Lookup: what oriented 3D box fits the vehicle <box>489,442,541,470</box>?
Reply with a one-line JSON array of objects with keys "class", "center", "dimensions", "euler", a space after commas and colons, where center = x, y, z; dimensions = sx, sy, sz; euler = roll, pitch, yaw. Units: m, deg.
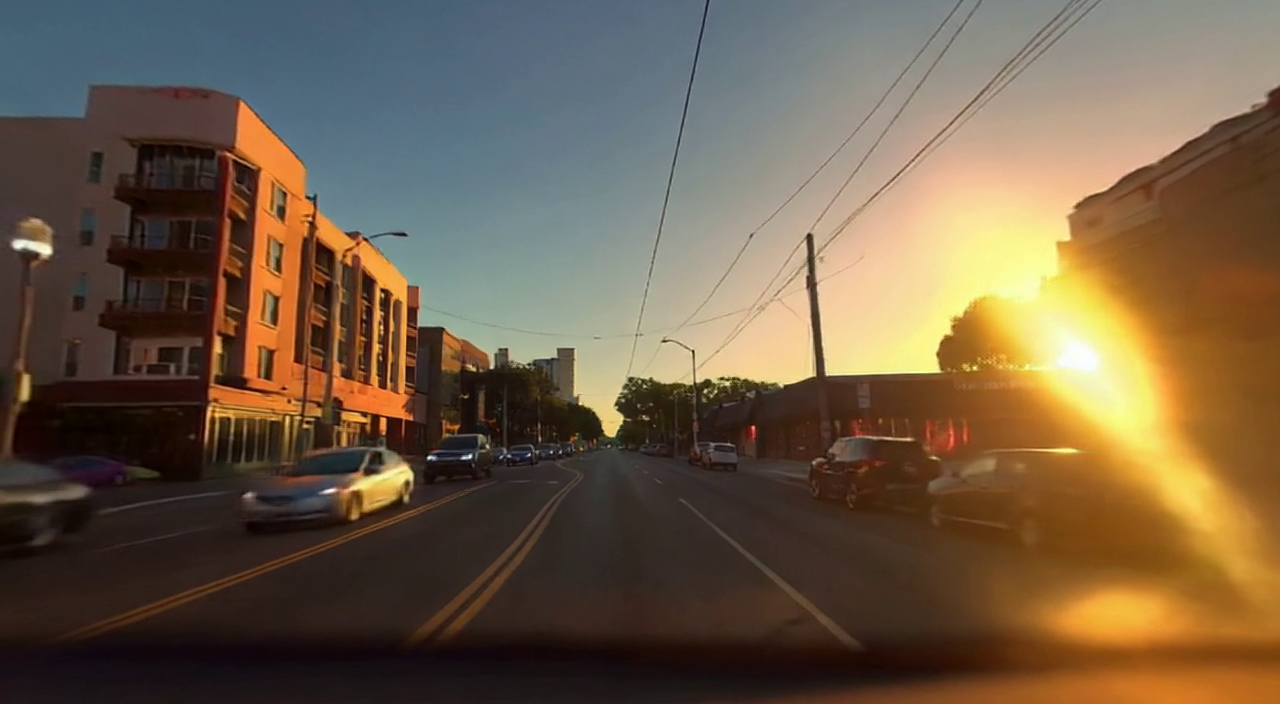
[{"class": "vehicle", "center": [-6.928, 5.826, 35.426], "dimensions": [2.052, 1.481, 4.248], "euler": [0, -9, 0]}]

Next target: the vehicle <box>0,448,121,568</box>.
[{"class": "vehicle", "center": [-9.210, 1.943, 7.716], "dimensions": [2.012, 1.514, 4.450], "euler": [0, -9, -2]}]

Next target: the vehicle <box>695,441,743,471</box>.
[{"class": "vehicle", "center": [4.419, 5.899, 36.025], "dimensions": [1.957, 1.572, 4.418], "euler": [0, -9, -2]}]

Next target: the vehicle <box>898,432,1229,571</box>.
[{"class": "vehicle", "center": [5.702, 2.037, 9.339], "dimensions": [1.915, 1.569, 4.117], "euler": [0, -9, -2]}]

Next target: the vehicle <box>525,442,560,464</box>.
[{"class": "vehicle", "center": [-6.990, 7.289, 45.570], "dimensions": [1.949, 1.533, 3.864], "euler": [0, -9, 0]}]

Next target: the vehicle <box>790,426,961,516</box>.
[{"class": "vehicle", "center": [5.375, 2.819, 15.409], "dimensions": [2.059, 1.804, 5.182], "euler": [0, -9, -1]}]

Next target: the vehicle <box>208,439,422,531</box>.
[{"class": "vehicle", "center": [-6.083, 2.520, 12.552], "dimensions": [2.095, 1.493, 4.216], "euler": [0, -9, -2]}]

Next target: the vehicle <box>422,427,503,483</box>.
[{"class": "vehicle", "center": [-6.648, 3.928, 24.222], "dimensions": [1.937, 1.944, 4.640], "euler": [0, -9, -3]}]
